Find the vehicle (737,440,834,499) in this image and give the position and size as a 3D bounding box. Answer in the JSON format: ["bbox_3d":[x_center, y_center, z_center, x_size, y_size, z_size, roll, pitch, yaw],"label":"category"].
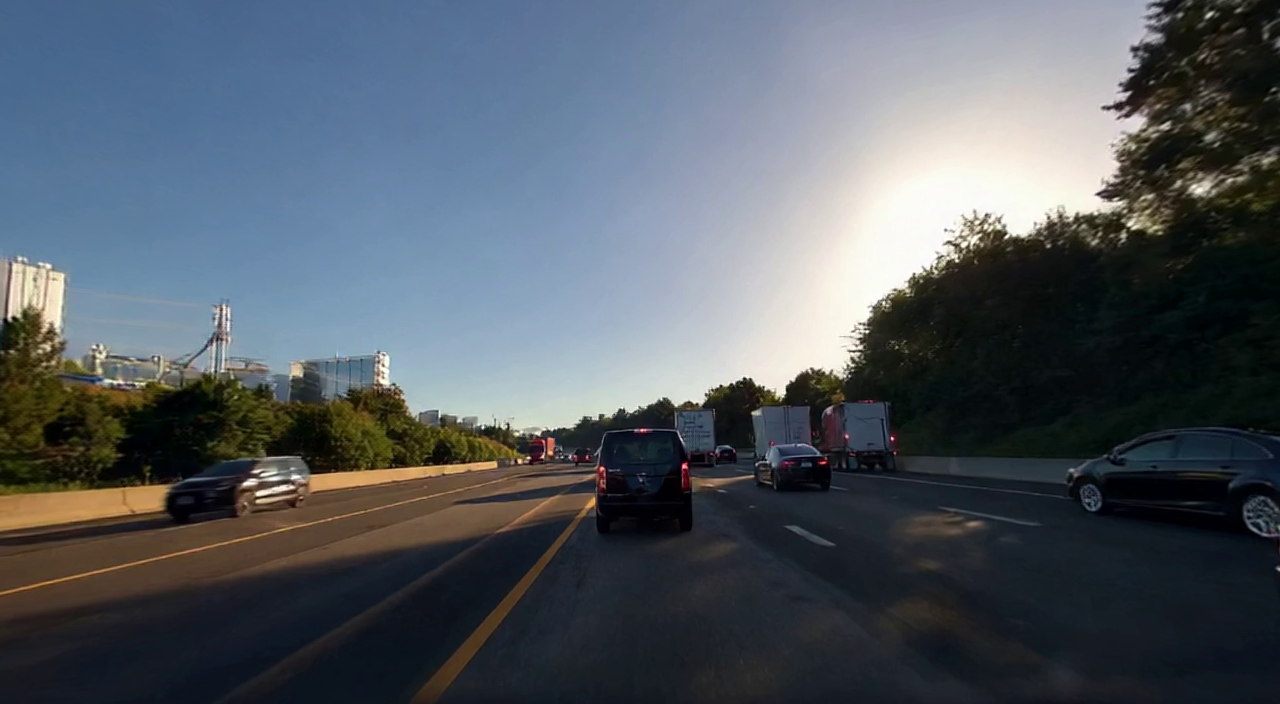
[{"bbox_3d":[4.132,3.387,18.444,1.859,1.512,3.711,0,-9,-1],"label":"vehicle"}]

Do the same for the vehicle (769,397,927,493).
[{"bbox_3d":[8.059,3.900,26.314,2.799,3.188,10.578,0,-9,-1],"label":"vehicle"}]

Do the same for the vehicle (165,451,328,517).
[{"bbox_3d":[-11.898,3.977,19.398,2.218,1.749,4.315,0,-9,0],"label":"vehicle"}]

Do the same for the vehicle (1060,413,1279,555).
[{"bbox_3d":[8.496,1.790,8.930,1.913,1.652,4.384,0,-9,0],"label":"vehicle"}]

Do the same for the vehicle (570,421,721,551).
[{"bbox_3d":[0.051,2.020,9.977,1.965,1.664,3.428,0,-9,-1],"label":"vehicle"}]
